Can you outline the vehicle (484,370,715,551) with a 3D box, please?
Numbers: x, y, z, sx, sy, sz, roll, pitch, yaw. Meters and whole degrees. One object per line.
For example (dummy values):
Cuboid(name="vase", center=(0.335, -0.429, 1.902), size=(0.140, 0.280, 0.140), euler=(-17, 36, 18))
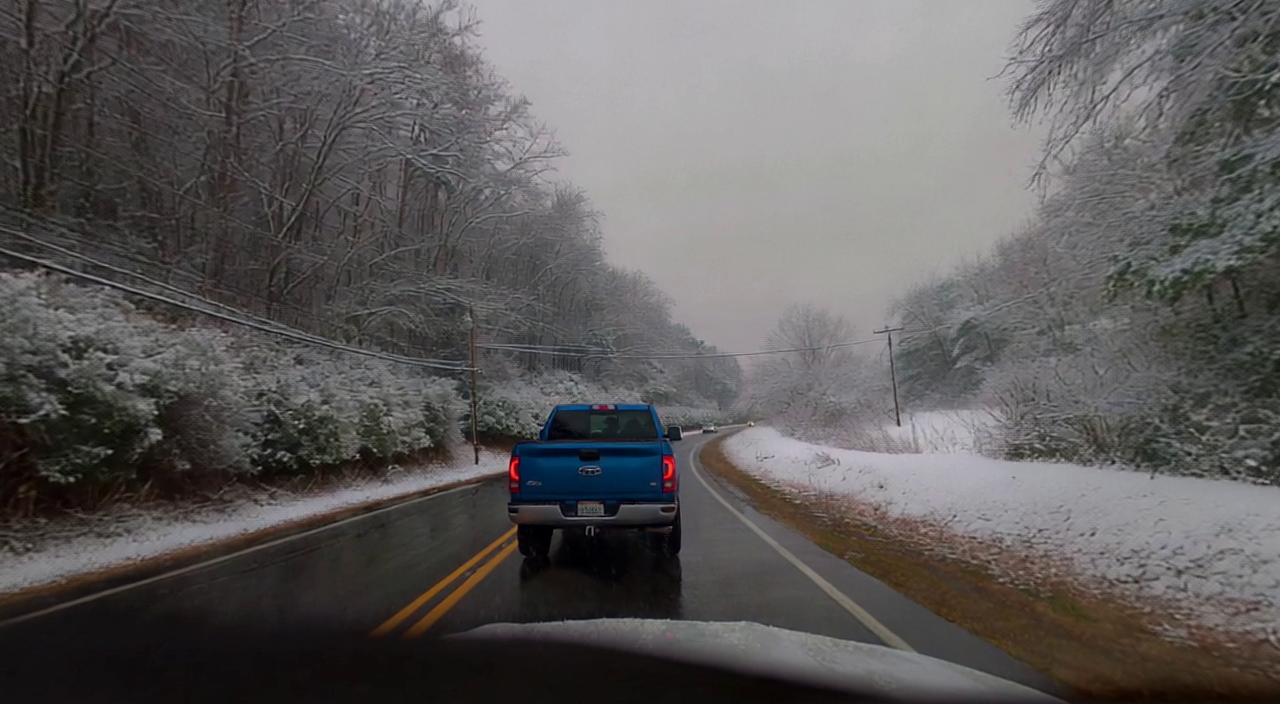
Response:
Cuboid(name="vehicle", center=(-0.531, 1.768, 10.837), size=(2.837, 2.223, 5.885), euler=(0, -8, -1))
